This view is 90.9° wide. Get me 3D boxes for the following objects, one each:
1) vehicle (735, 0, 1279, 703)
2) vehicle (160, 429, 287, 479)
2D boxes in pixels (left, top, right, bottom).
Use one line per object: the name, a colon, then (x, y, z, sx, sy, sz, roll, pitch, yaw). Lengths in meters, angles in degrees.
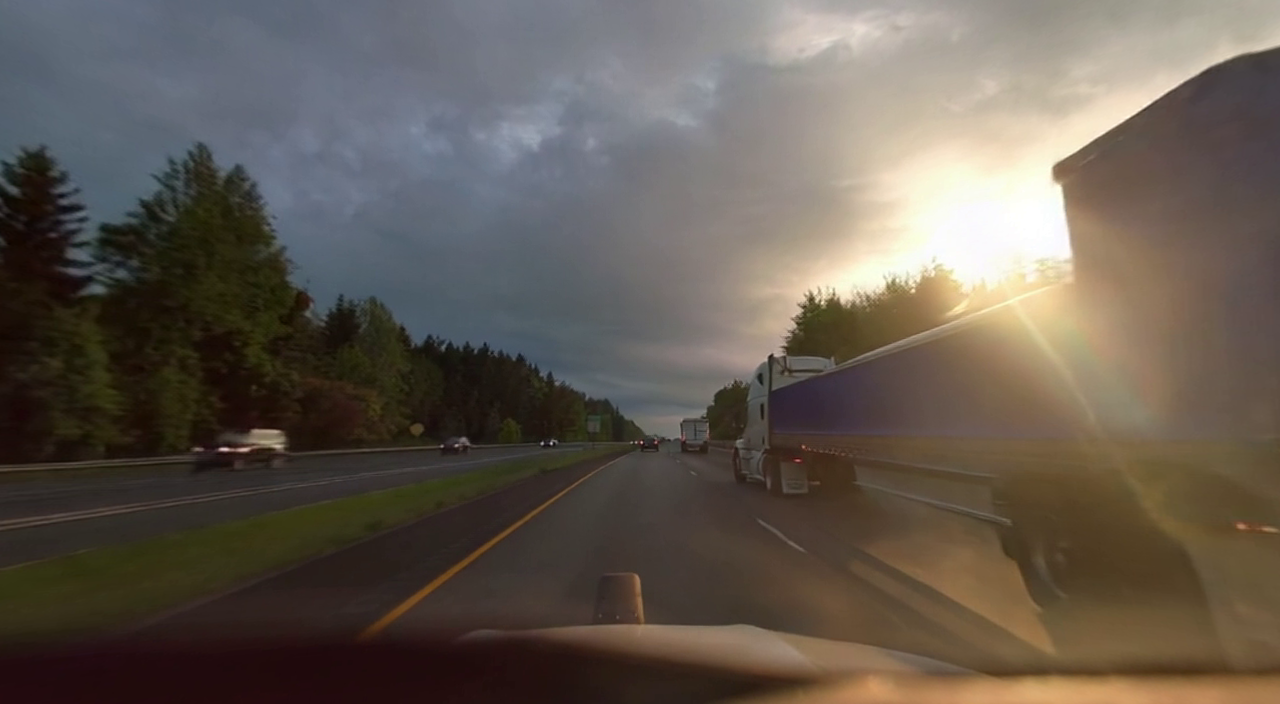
vehicle: (4.235, 0.537, 9.159, 3.171, 4.072, 13.784, 0, -8, -2)
vehicle: (-18.231, 4.456, 27.950, 2.129, 1.997, 4.953, 0, -8, 1)
